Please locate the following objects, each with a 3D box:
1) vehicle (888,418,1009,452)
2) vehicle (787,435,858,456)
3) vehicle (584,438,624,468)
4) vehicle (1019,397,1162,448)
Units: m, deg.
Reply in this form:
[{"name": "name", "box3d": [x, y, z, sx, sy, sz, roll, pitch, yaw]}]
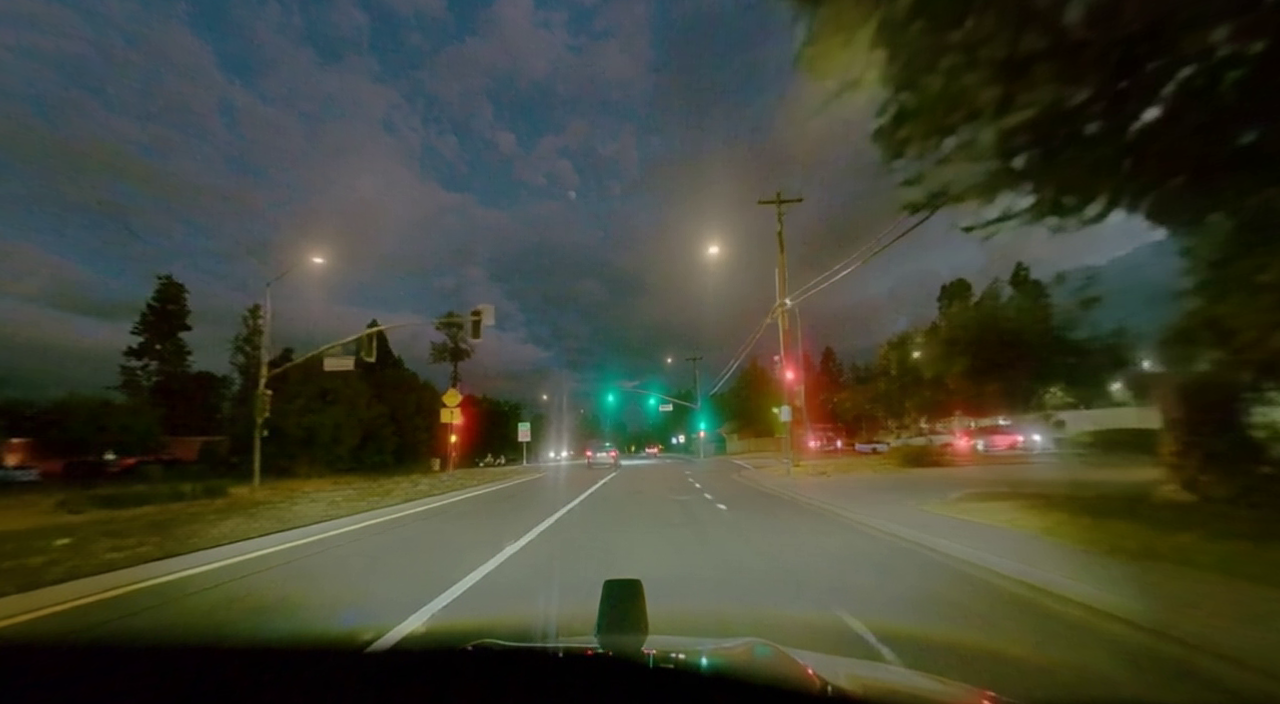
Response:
[{"name": "vehicle", "box3d": [19.132, 5.213, 39.305, 6.313, 2.043, 2.272, 0, -8, -3]}, {"name": "vehicle", "box3d": [13.676, 7.029, 47.368, 4.665, 1.498, 1.866, 0, -9, -2]}, {"name": "vehicle", "box3d": [-2.145, 6.258, 39.149, 2.084, 1.701, 4.734, 0, -8, 2]}, {"name": "vehicle", "box3d": [28.552, 4.507, 40.107, 7.116, 3.077, 2.655, 0, -8, -4]}]
